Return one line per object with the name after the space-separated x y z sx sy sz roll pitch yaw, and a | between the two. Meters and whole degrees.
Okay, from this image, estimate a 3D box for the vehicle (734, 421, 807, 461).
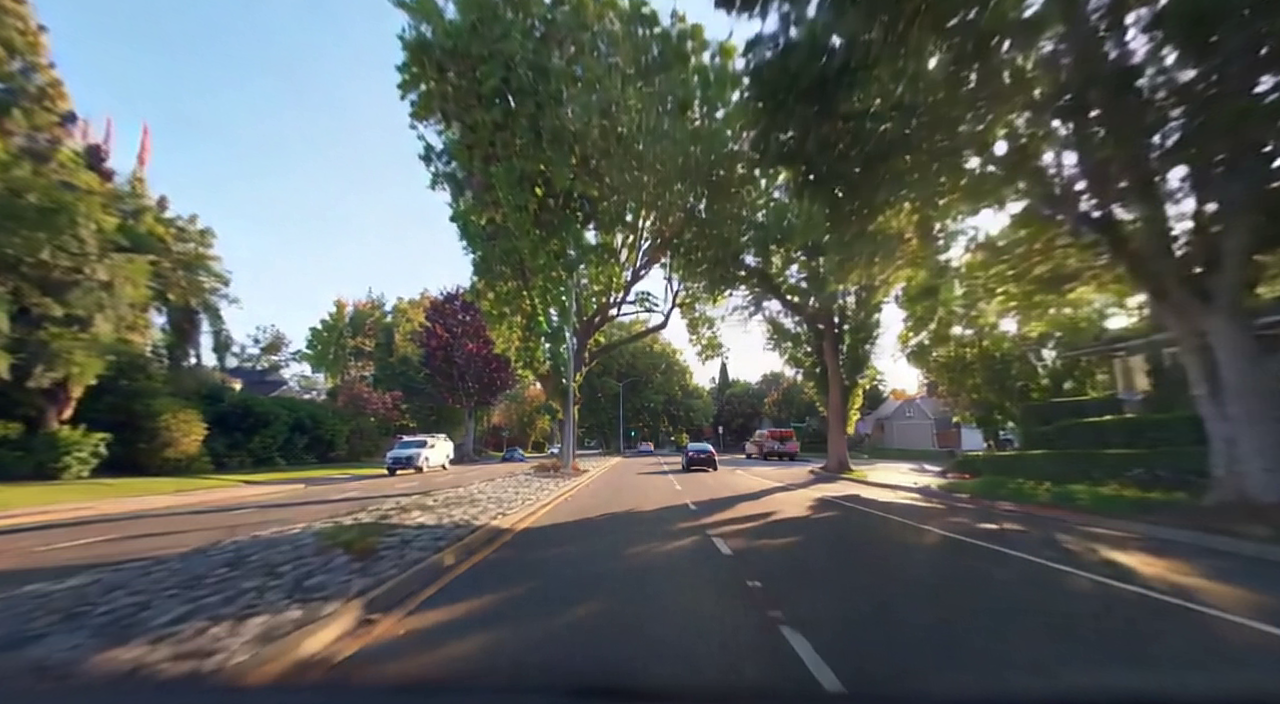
9.661 6.735 47.501 2.331 2.747 6.993 3 -9 -16 | vehicle

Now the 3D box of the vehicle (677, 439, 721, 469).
3.112 5.490 34.022 1.960 1.479 4.086 0 -8 0 | vehicle

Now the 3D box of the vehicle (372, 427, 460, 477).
-11.717 5.298 33.626 2.347 2.428 6.149 0 -8 1 | vehicle
